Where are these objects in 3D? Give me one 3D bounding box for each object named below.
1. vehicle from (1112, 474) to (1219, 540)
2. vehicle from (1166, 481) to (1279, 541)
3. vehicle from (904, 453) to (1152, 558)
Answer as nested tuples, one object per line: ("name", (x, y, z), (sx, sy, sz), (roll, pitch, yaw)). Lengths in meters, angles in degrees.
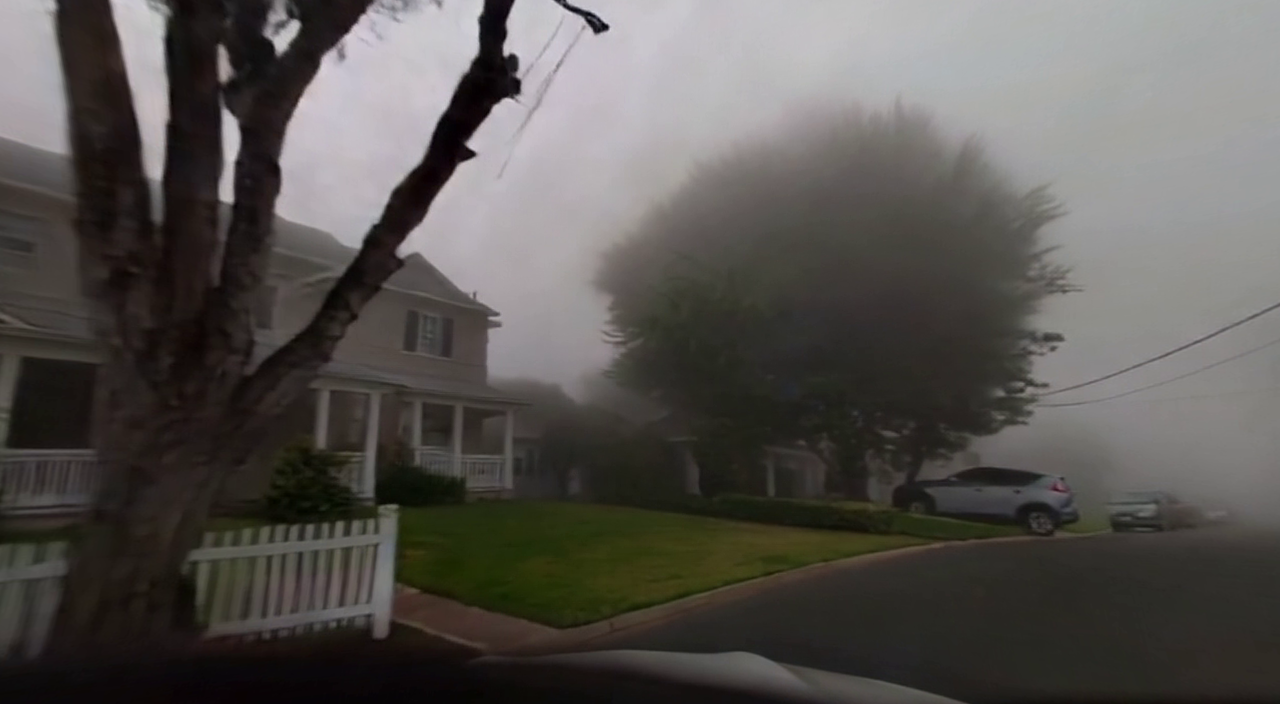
("vehicle", (16.533, 4.717, 19.775), (2.081, 1.589, 4.691), (-8, -12, 43))
("vehicle", (21.268, 5.685, 22.976), (4.924, 1.717, 2.334), (7, -14, -41))
("vehicle", (9.148, 3.461, 15.116), (2.471, 1.595, 4.537), (8, -6, -43))
